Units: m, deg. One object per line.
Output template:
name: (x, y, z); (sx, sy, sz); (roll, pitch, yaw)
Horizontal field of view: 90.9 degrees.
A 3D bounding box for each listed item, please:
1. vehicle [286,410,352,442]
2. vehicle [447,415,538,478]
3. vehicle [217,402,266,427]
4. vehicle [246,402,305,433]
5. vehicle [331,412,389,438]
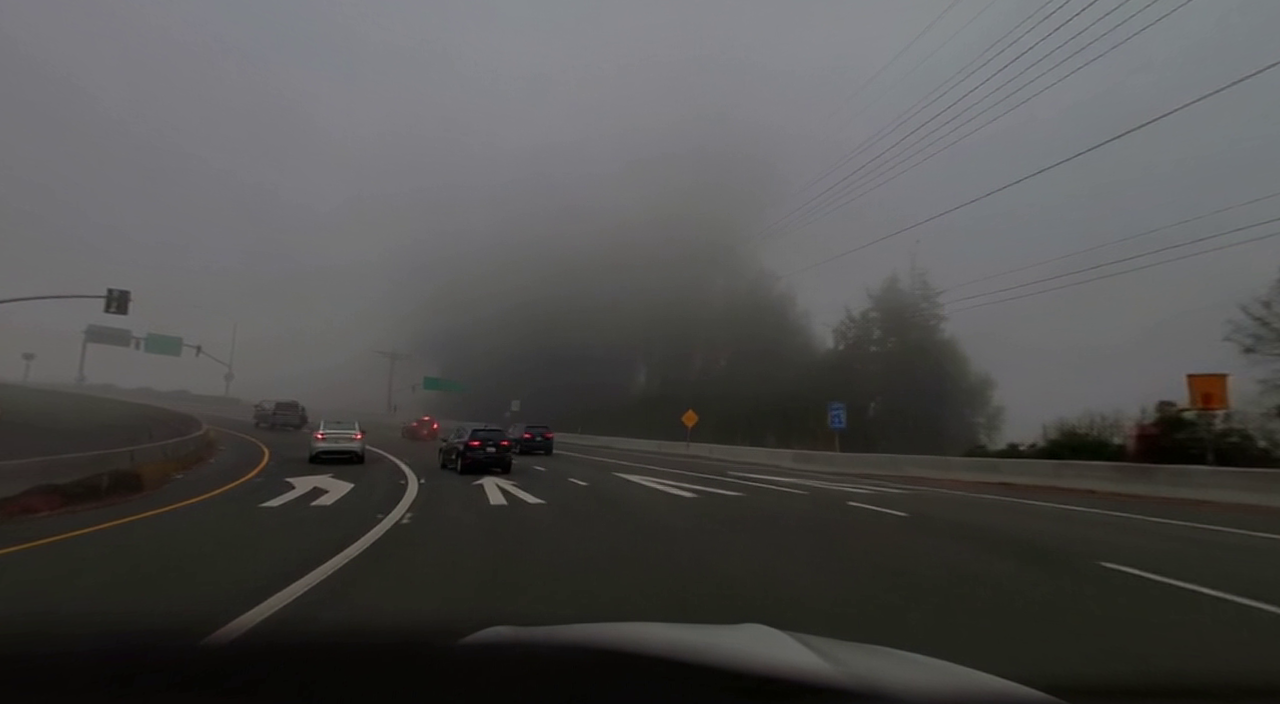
vehicle: (-16.670, 3.905, 32.602); (2.033, 1.501, 4.623); (7, -11, -38)
vehicle: (-4.703, 2.928, 19.656); (2.140, 1.724, 4.304); (3, -9, -21)
vehicle: (-27.757, 4.405, 43.911); (4.459, 1.486, 1.763); (-8, -12, 44)
vehicle: (-22.539, 4.090, 38.947); (2.076, 1.747, 4.285); (8, -11, -43)
vehicle: (-17.864, 4.680, 40.078); (4.364, 1.473, 1.832); (-8, -12, 44)
